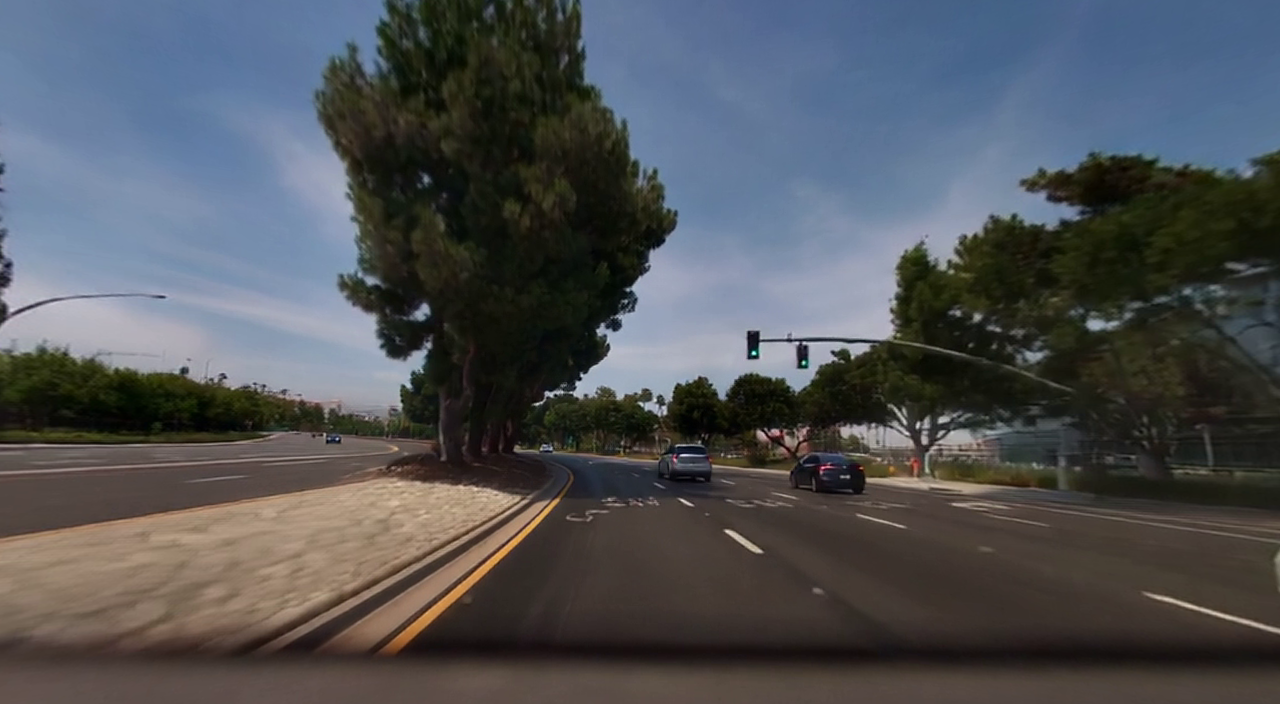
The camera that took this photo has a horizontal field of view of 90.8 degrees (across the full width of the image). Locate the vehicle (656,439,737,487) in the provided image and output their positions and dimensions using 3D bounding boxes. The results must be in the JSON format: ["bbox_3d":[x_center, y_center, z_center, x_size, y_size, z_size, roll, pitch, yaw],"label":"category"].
[{"bbox_3d":[2.017,4.183,24.131,2.122,1.646,4.525,1,-8,-7],"label":"vehicle"}]

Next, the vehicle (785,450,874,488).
[{"bbox_3d":[8.158,5.052,27.712,1.940,1.460,4.652,1,-8,-8],"label":"vehicle"}]
